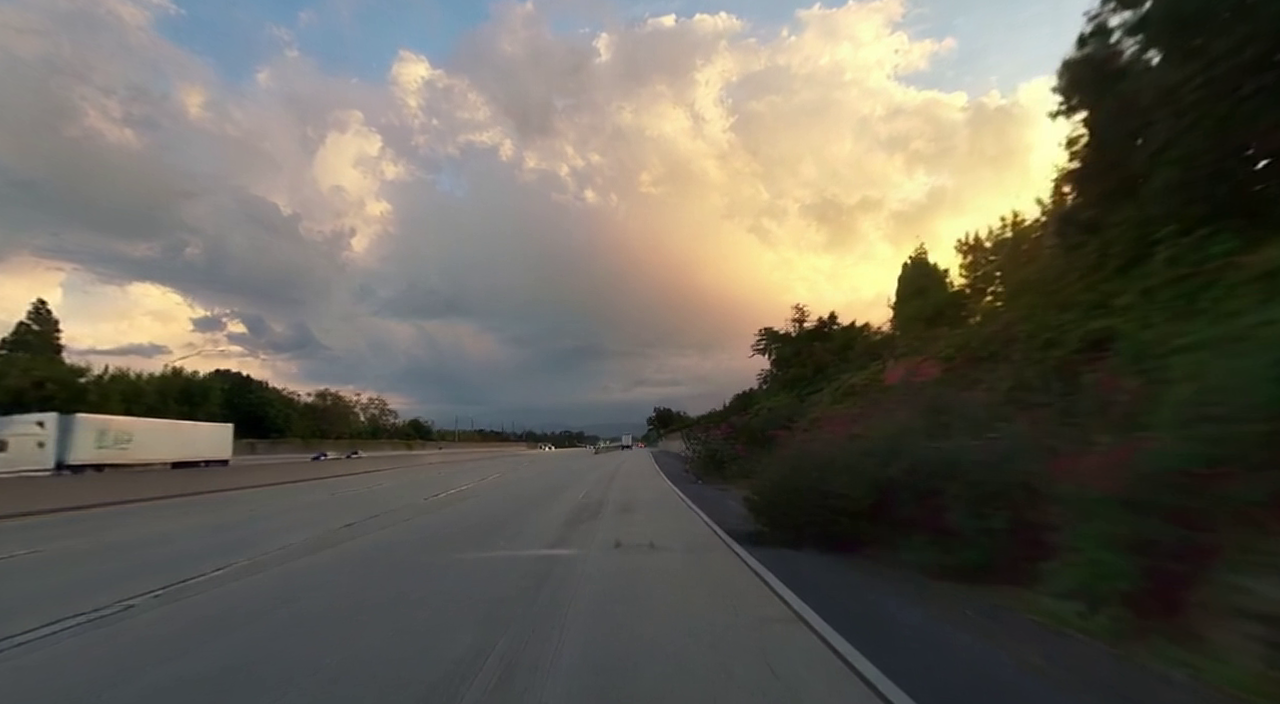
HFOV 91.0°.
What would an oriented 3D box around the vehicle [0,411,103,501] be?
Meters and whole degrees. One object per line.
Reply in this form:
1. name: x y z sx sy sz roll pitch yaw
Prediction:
1. vehicle: -29.683 4.955 30.335 2.942 3.911 5.799 0 -8 -9
